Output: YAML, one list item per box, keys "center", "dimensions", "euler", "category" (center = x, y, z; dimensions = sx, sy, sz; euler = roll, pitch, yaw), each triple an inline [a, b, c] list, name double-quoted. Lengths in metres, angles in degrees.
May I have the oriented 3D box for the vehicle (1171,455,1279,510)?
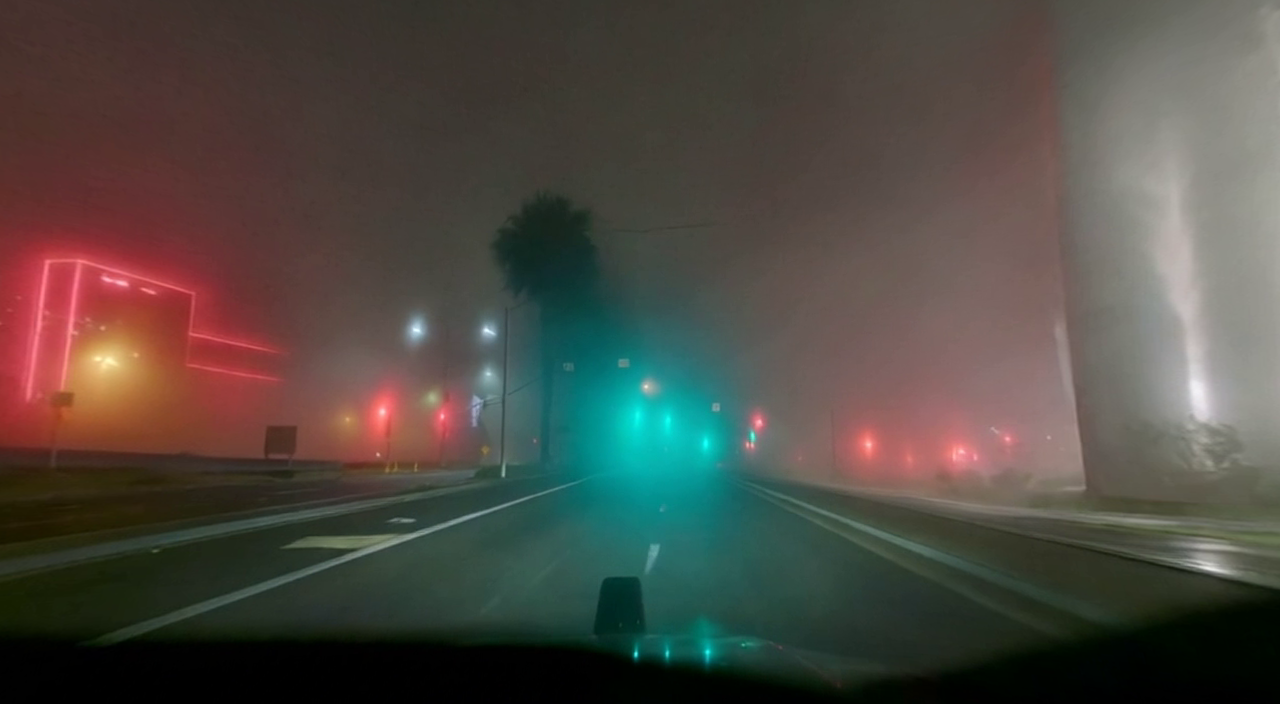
- center: [29.719, 6.344, 30.402]
  dimensions: [2.599, 2.380, 6.013]
  euler: [-2, -14, -1]
  category: "vehicle"
